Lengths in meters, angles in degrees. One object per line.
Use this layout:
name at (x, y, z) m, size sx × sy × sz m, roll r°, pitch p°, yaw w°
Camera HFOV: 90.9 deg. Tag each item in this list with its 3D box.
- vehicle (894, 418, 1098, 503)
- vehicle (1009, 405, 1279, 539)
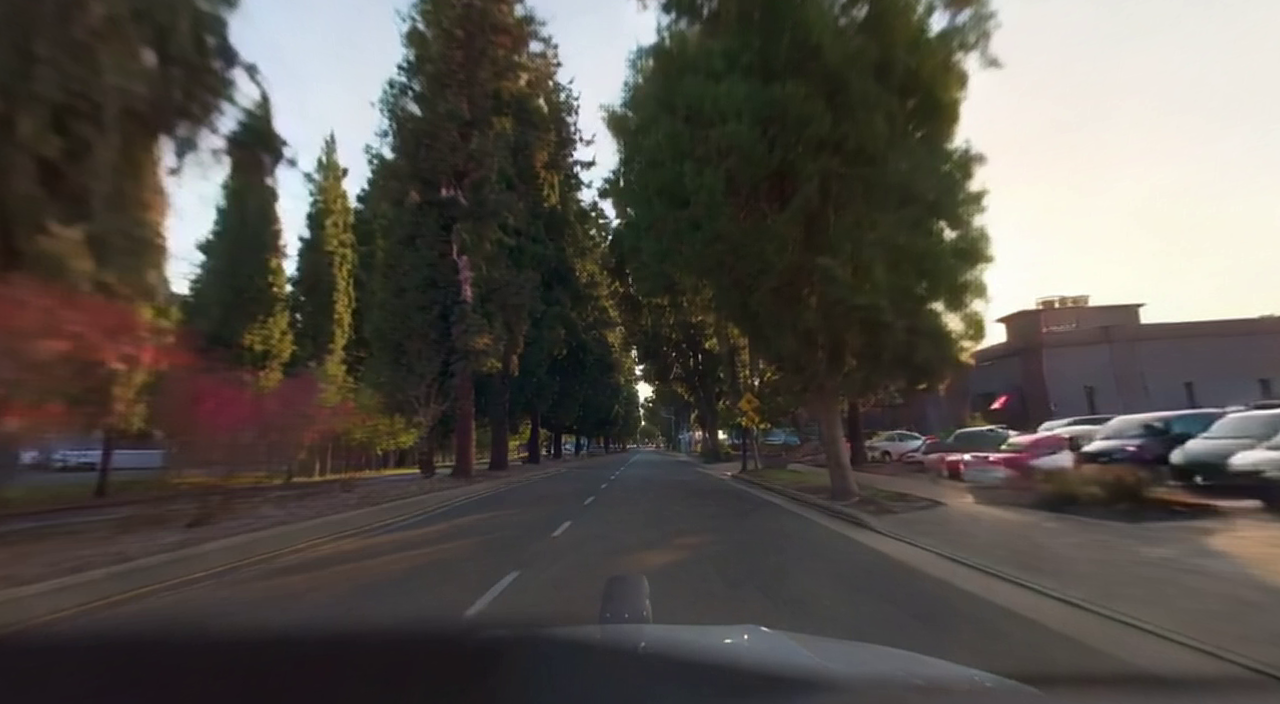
vehicle at (7.804, 2.479, 14.531) m, size 1.896 × 1.615 × 4.778 m, roll 0°, pitch -9°, yaw 0°
vehicle at (8.016, 1.673, 9.403) m, size 1.993 × 1.476 × 4.821 m, roll 0°, pitch -8°, yaw -1°
